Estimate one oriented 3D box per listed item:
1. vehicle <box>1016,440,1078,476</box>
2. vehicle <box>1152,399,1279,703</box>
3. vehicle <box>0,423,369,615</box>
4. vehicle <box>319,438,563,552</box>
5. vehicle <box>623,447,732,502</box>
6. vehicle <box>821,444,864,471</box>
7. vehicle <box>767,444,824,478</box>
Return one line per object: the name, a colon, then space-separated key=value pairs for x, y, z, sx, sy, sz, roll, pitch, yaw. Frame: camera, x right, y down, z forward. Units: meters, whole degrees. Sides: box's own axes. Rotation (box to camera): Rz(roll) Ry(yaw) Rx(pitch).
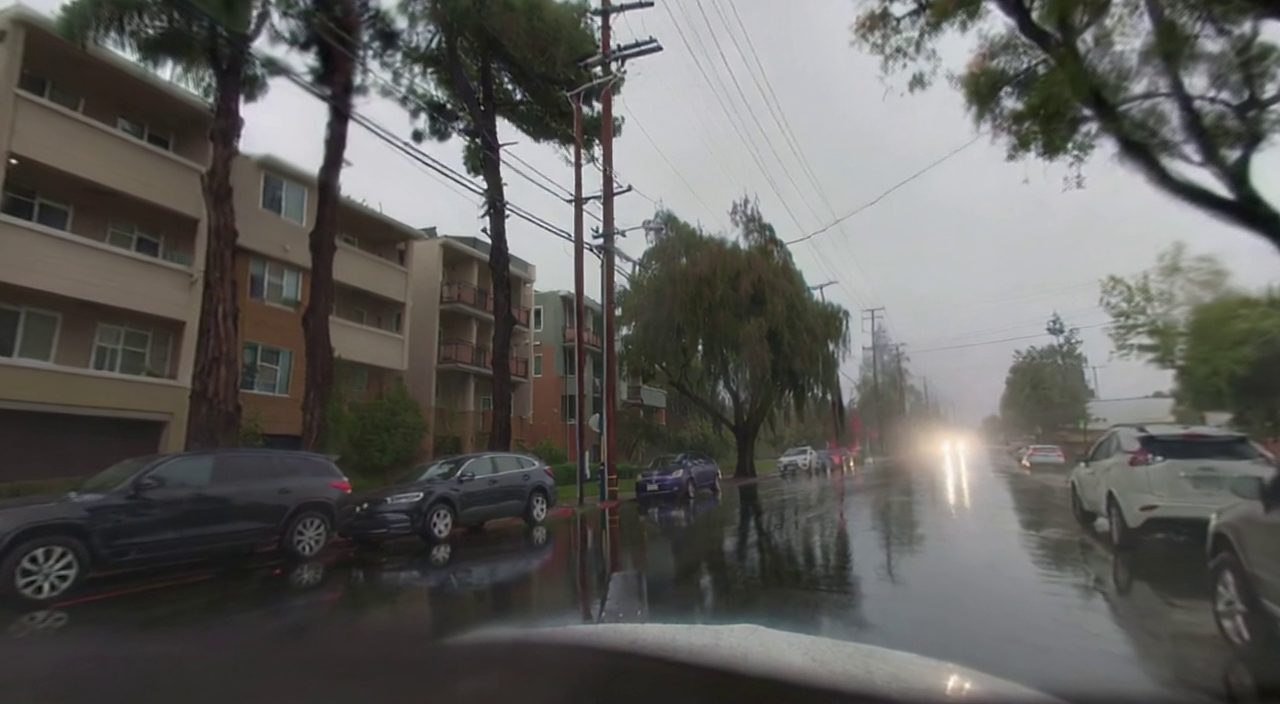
vehicle: x=18.596 y=4.824 z=29.022 sx=1.964 sy=1.515 sz=4.055 roll=-5 pitch=-9 yaw=28
vehicle: x=3.741 y=0.925 z=2.338 sx=2.030 sy=1.535 sz=4.683 roll=-5 pitch=-10 yaw=29
vehicle: x=-6.344 y=2.045 z=8.197 sx=1.973 sy=1.848 sz=5.100 roll=-12 pitch=-13 yaw=25
vehicle: x=-3.766 y=2.810 z=12.825 sx=2.068 sy=1.745 sz=4.579 roll=-11 pitch=-14 yaw=25
vehicle: x=1.493 y=4.434 z=23.230 sx=2.017 sy=1.582 sz=4.664 roll=-12 pitch=-13 yaw=28
vehicle: x=15.305 y=7.985 z=47.583 sx=1.953 sy=1.699 sz=4.234 roll=-11 pitch=-16 yaw=29
vehicle: x=9.063 y=6.256 z=36.557 sx=2.011 sy=1.801 sz=4.676 roll=-5 pitch=-10 yaw=28
